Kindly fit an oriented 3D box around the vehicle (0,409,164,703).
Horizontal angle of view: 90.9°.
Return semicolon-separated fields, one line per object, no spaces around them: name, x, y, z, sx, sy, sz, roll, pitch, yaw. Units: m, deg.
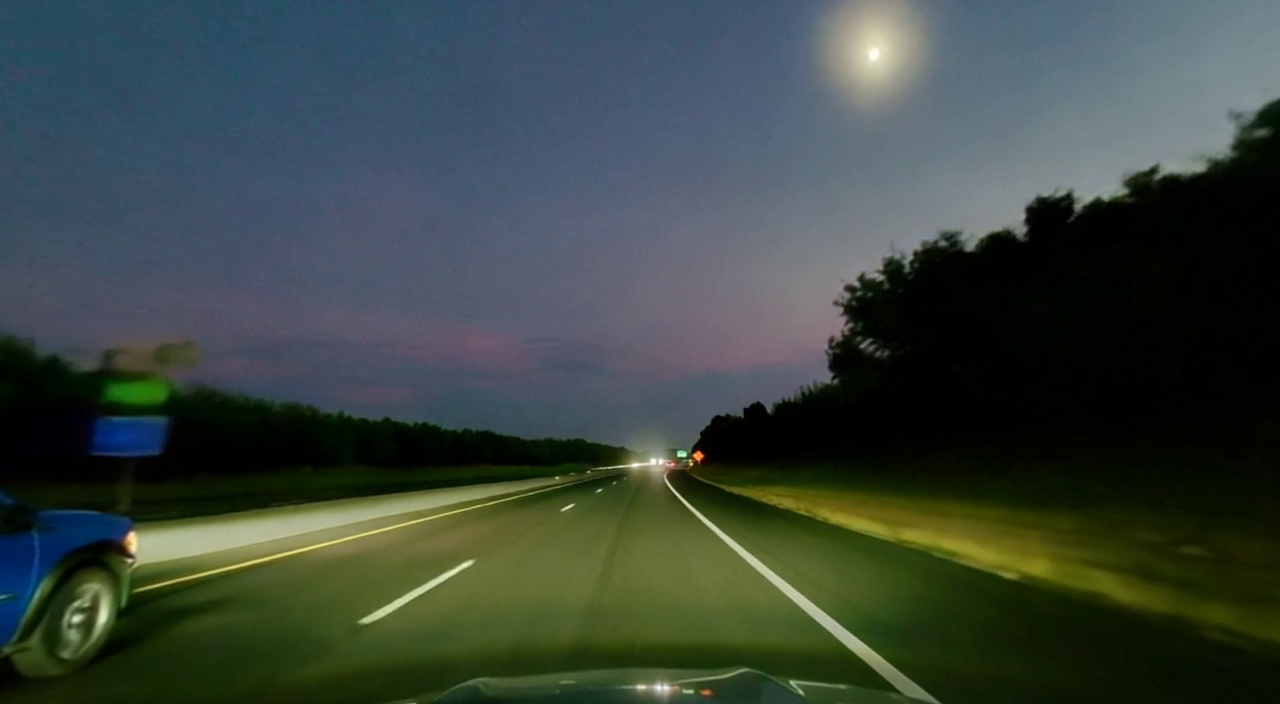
vehicle;-4.069;0.726;1.367;2.135;1.506;5.041;1;-10;0
